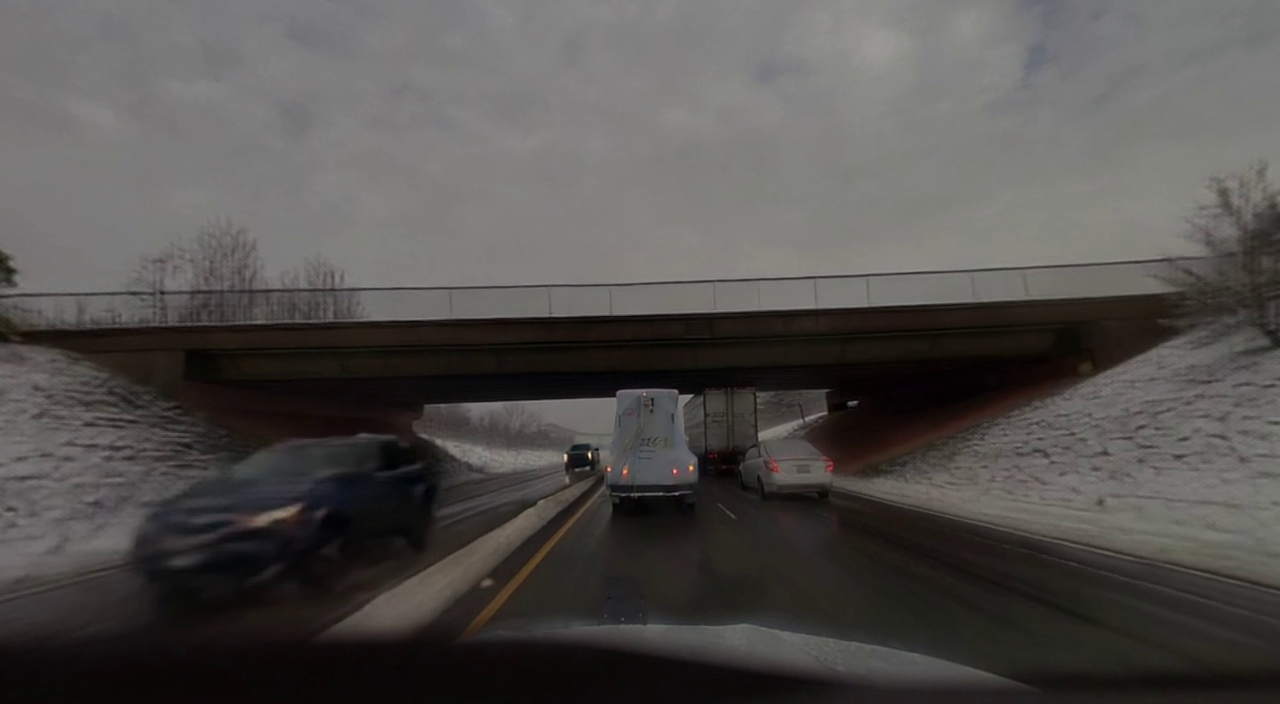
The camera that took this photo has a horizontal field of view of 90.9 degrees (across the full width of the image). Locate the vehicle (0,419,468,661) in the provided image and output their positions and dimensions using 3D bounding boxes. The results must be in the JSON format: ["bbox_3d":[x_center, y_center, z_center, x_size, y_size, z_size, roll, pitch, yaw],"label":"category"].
[{"bbox_3d":[-3.380,1.556,6.251,2.096,1.531,4.210,-1,-9,1],"label":"vehicle"}]

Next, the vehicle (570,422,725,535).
[{"bbox_3d":[0.140,2.181,11.315,2.256,1.615,4.114,-1,-9,1],"label":"vehicle"}]

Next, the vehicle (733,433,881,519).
[{"bbox_3d":[3.270,2.525,13.268,1.972,1.505,3.946,-1,-9,-1],"label":"vehicle"}]
